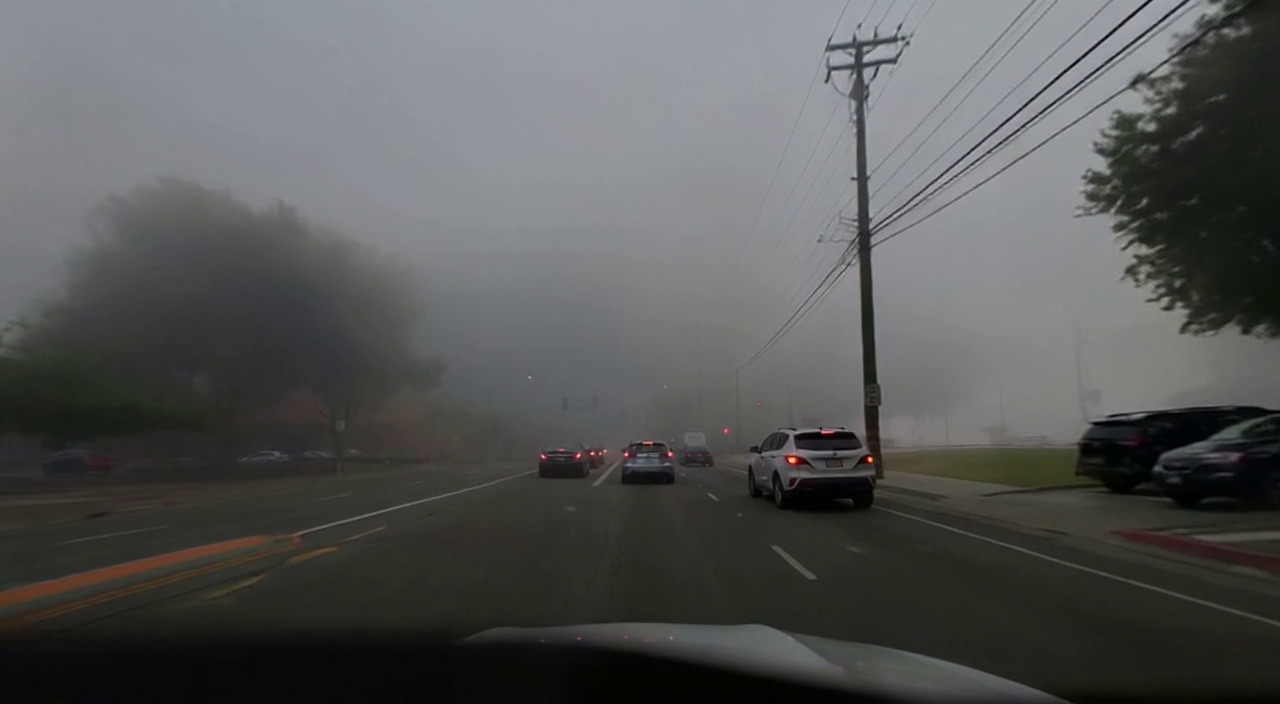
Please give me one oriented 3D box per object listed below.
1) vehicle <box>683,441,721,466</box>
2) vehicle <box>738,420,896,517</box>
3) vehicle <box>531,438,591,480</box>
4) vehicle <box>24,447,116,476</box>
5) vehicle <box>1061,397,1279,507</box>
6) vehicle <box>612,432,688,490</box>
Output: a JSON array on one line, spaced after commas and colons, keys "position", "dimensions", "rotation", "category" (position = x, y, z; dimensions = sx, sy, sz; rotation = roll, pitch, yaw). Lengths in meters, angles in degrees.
[{"position": [3.898, 6.458, 40.289], "dimensions": [1.880, 1.503, 4.130], "rotation": [0, -8, -1], "category": "vehicle"}, {"position": [3.529, 2.423, 13.601], "dimensions": [2.024, 1.711, 4.512], "rotation": [0, -8, -1], "category": "vehicle"}, {"position": [-3.062, 4.257, 25.329], "dimensions": [2.104, 1.488, 4.546], "rotation": [0, -8, -4], "category": "vehicle"}, {"position": [-37.803, 7.249, 41.969], "dimensions": [1.882, 1.753, 4.517], "rotation": [0, -8, -1], "category": "vehicle"}, {"position": [11.512, 2.039, 13.093], "dimensions": [2.238, 1.845, 4.874], "rotation": [-1, -8, 2], "category": "vehicle"}, {"position": [0.289, 3.479, 20.462], "dimensions": [2.200, 1.653, 4.127], "rotation": [0, -8, 0], "category": "vehicle"}]
